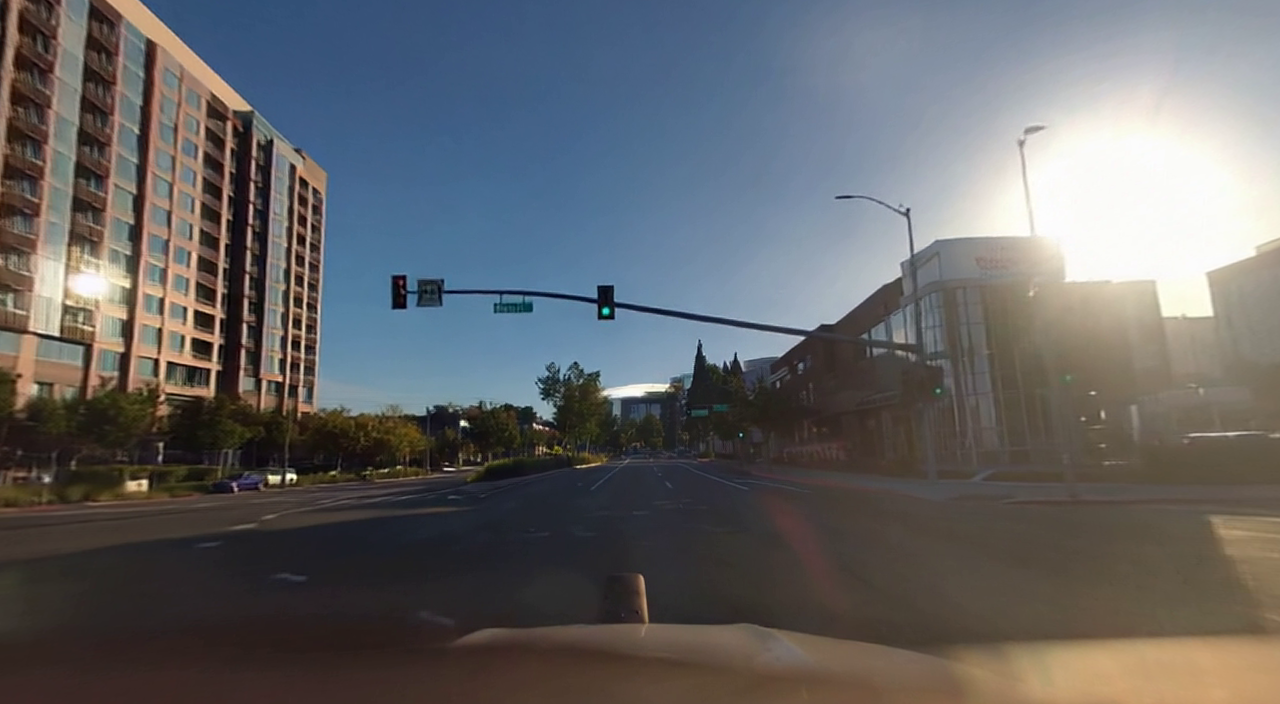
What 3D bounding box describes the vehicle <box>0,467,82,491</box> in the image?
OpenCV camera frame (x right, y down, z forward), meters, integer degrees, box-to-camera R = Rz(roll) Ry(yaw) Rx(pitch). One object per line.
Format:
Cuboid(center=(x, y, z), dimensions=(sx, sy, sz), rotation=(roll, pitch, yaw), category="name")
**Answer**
Cuboid(center=(-41.571, 8.677, 43.247), dimensions=(4.710, 1.453, 1.928), rotation=(0, -8, -2), category="vehicle")
